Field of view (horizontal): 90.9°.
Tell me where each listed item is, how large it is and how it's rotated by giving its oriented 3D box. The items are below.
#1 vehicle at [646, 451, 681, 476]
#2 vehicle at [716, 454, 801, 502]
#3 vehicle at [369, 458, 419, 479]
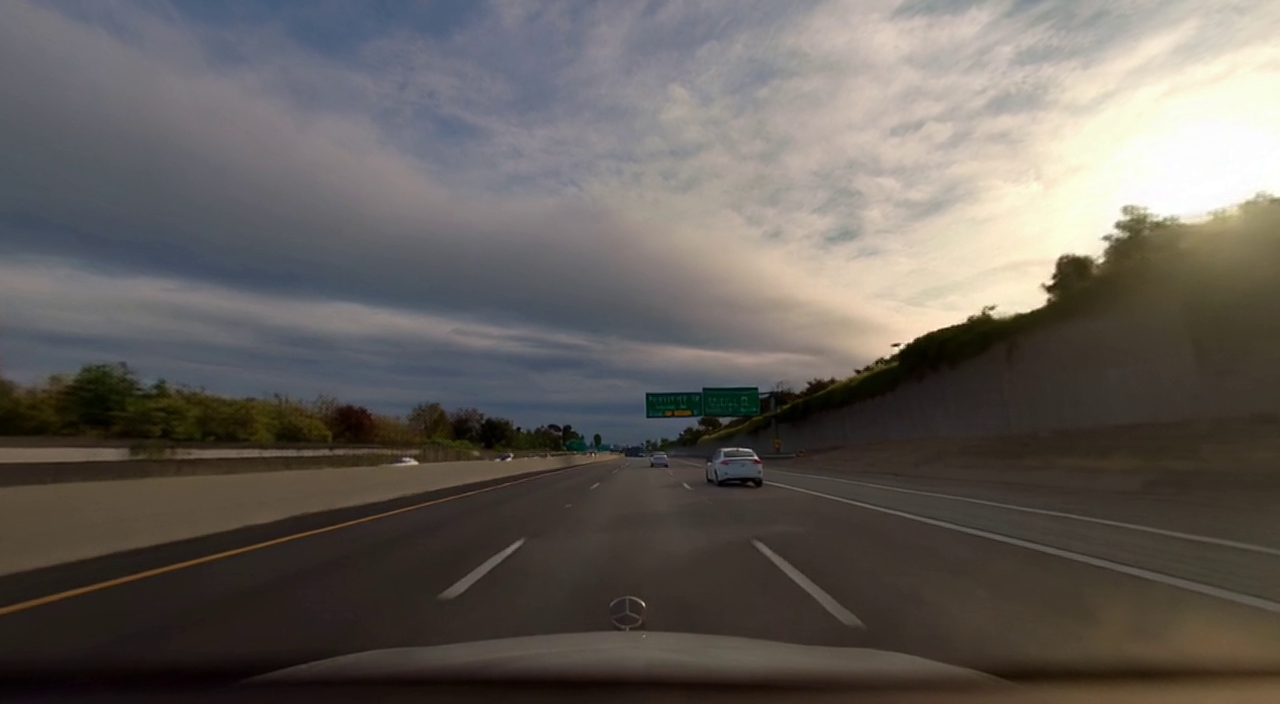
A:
[{"bbox_3d":[1.400,6.876,39.042,2.065,1.400,4.028,0,-9,1],"label":"vehicle"},{"bbox_3d":[3.575,3.857,19.651,1.883,1.320,3.386,0,-9,-1],"label":"vehicle"},{"bbox_3d":[-19.323,9.168,49.700,1.909,1.514,4.719,-1,-9,2],"label":"vehicle"}]
